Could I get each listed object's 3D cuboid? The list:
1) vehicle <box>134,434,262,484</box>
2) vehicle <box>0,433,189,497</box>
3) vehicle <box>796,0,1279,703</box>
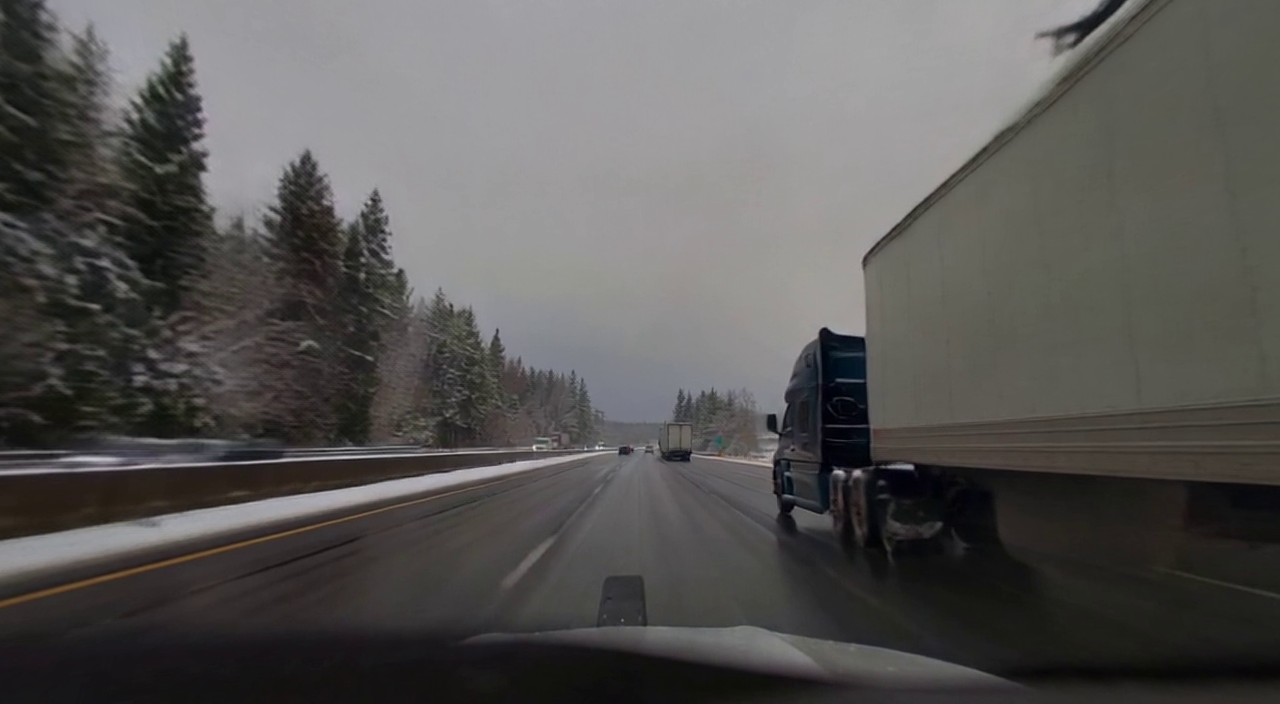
[{"bbox_3d":[-15.182,3.699,21.928,1.678,1.547,3.763,0,-9,0],"label":"vehicle"},{"bbox_3d":[-15.072,3.040,17.323,1.855,1.494,4.724,0,-9,0],"label":"vehicle"},{"bbox_3d":[4.124,-0.052,3.872,2.950,4.033,13.276,0,-9,0],"label":"vehicle"}]
